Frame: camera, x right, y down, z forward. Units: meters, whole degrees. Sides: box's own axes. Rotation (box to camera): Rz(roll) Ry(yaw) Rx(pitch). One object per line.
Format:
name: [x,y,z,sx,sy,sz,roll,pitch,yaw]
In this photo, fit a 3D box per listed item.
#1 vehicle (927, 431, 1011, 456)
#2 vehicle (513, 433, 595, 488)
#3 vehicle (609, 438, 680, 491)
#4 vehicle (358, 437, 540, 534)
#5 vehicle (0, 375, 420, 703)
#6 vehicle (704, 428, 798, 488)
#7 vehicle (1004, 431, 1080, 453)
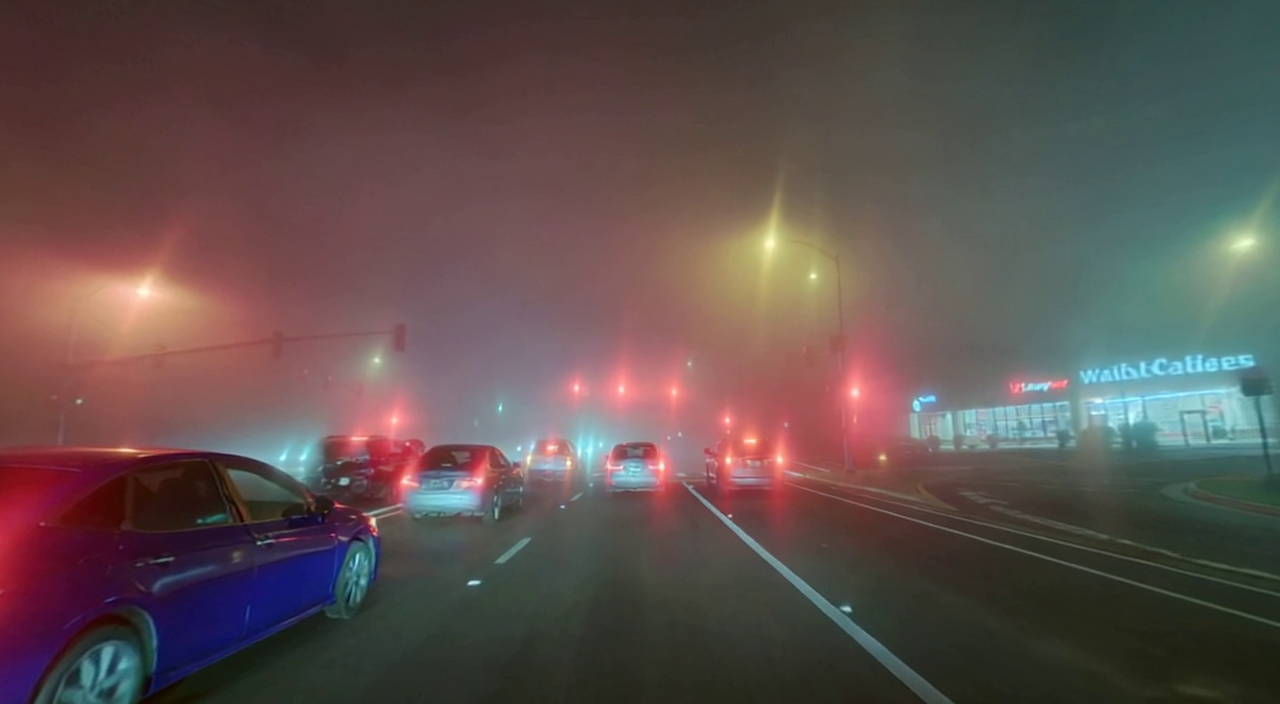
vehicle: [23.350,6.537,44.841,4.781,1.700,1.986,0,-9,1]
vehicle: [-2.794,3.677,21.524,2.072,1.694,4.070,0,-9,2]
vehicle: [0.151,3.522,20.015,2.032,1.499,3.994,0,-9,1]
vehicle: [-3.316,2.413,11.988,2.014,1.472,4.357,0,-9,1]
vehicle: [-3.095,0.997,2.970,2.249,1.517,4.951,0,-9,1]
vehicle: [3.373,3.338,20.030,2.076,1.691,4.402,0,-9,-1]
vehicle: [30.614,6.881,48.036,4.432,1.680,1.932,0,-9,2]
